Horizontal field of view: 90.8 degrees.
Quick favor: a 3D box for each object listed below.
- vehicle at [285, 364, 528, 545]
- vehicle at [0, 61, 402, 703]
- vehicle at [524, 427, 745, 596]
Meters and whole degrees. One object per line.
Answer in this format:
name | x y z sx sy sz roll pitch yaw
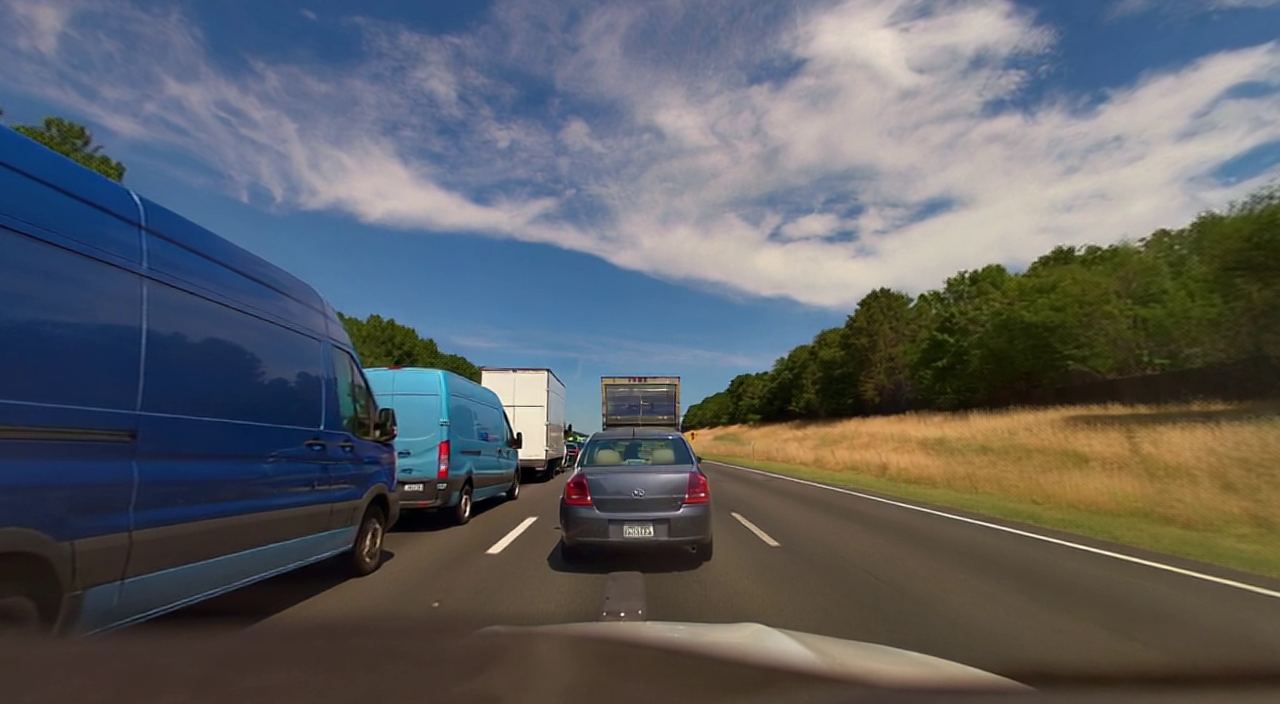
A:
vehicle | -4.038 2.021 12.768 2.349 2.643 6.807 0 -9 -1
vehicle | -4.036 0.429 4.494 2.254 2.879 6.656 0 -9 -2
vehicle | -0.094 1.710 7.478 1.995 1.495 3.380 0 -9 -1
